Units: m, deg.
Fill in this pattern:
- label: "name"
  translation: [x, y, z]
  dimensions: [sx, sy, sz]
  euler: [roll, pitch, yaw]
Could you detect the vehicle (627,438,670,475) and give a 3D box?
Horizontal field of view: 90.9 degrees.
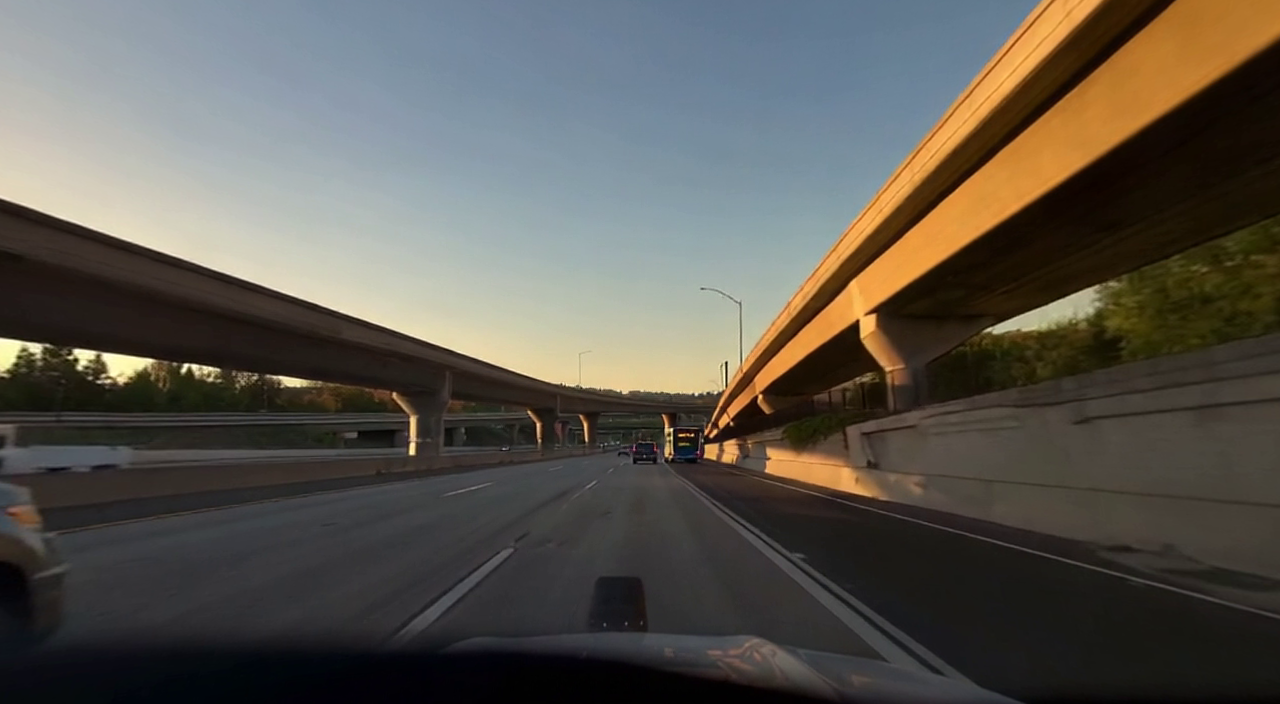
- label: "vehicle"
  translation: [0.373, 5.277, 32.043]
  dimensions: [2.052, 1.711, 4.223]
  euler: [0, -9, 0]
